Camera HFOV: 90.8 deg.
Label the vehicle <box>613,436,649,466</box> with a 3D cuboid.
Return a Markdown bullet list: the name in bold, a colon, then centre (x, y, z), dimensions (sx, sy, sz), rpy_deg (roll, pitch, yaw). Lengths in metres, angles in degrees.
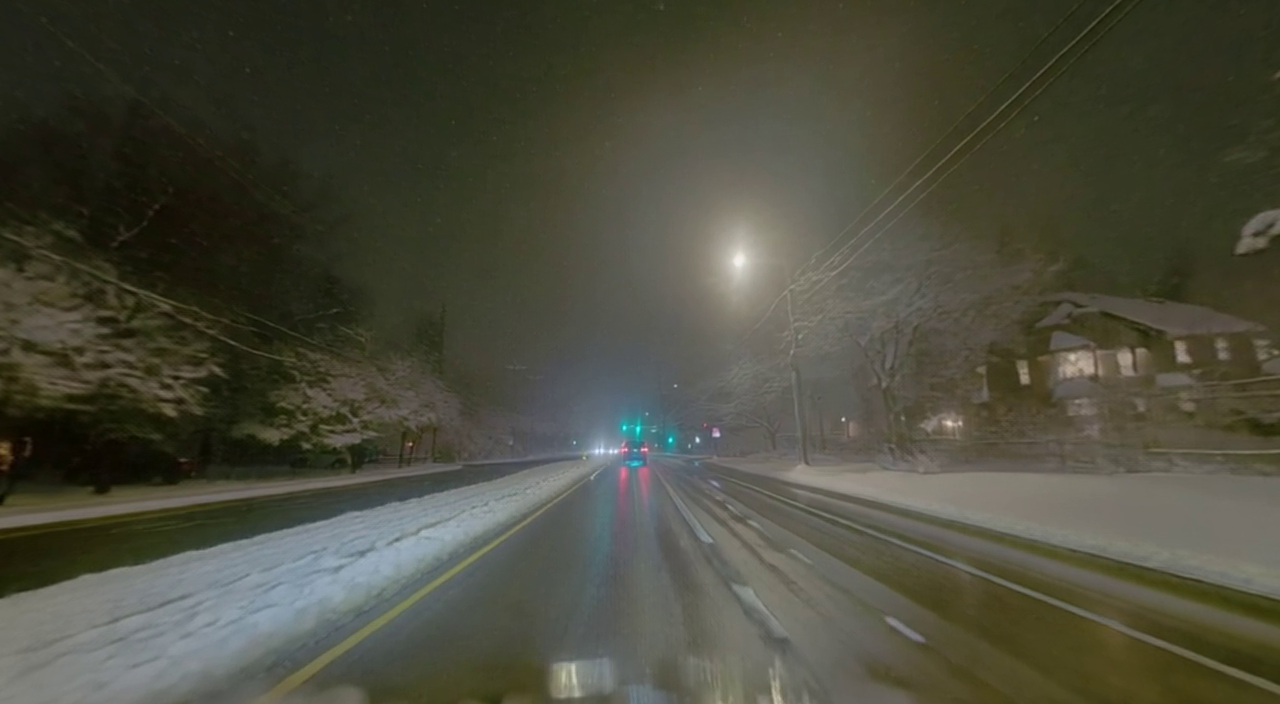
- **vehicle**: centre (-0.593, 6.432, 40.997), dimensions (2.230, 1.827, 4.298), rpy_deg (0, -8, -1)

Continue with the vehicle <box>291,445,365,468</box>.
- **vehicle**: centre (-22.279, 7.490, 45.247), dimensions (4.241, 1.601, 1.970), rpy_deg (0, -8, 1)

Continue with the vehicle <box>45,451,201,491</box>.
- **vehicle**: centre (-19.970, 4.600, 24.552), dimensions (4.232, 1.458, 2.010), rpy_deg (0, -8, -2)
